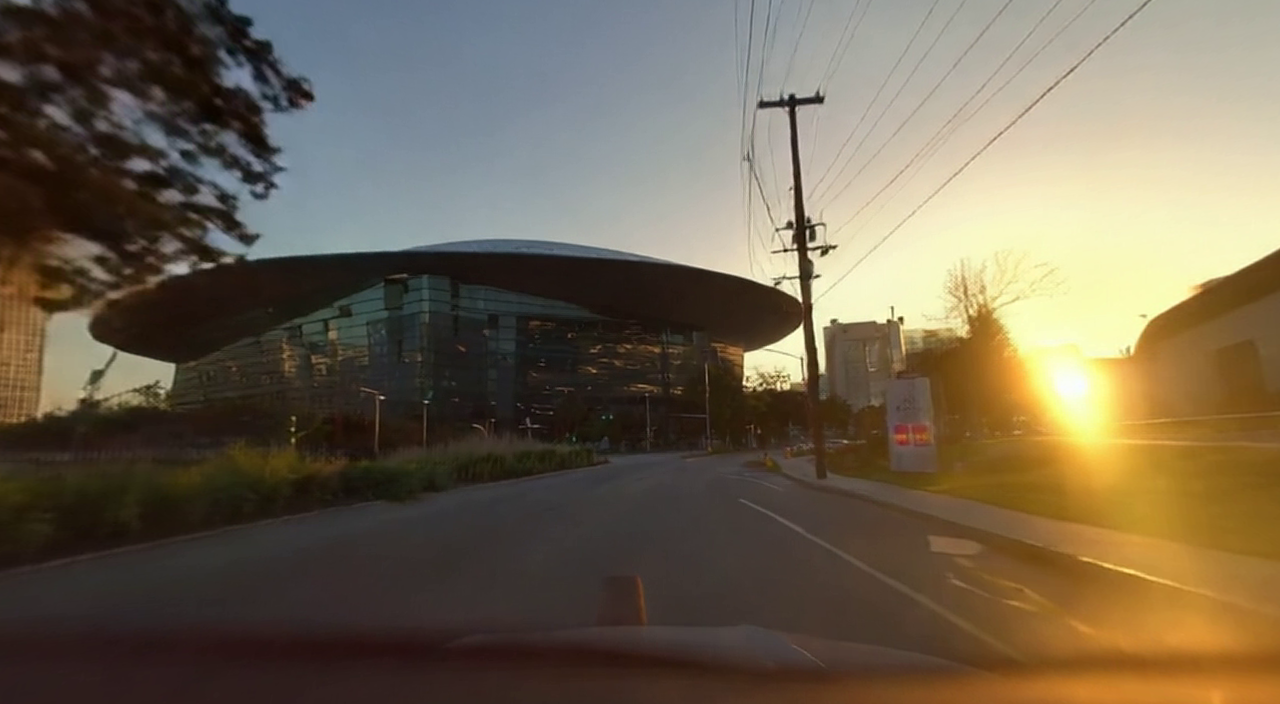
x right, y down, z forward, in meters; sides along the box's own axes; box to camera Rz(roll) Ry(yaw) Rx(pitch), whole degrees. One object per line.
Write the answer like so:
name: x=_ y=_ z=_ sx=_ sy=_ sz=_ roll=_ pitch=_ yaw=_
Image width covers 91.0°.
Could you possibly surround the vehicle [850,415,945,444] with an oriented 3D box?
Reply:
vehicle: x=17.602 y=5.347 z=43.385 sx=5.745 sy=1.902 sz=2.244 roll=-2 pitch=-9 yaw=14
